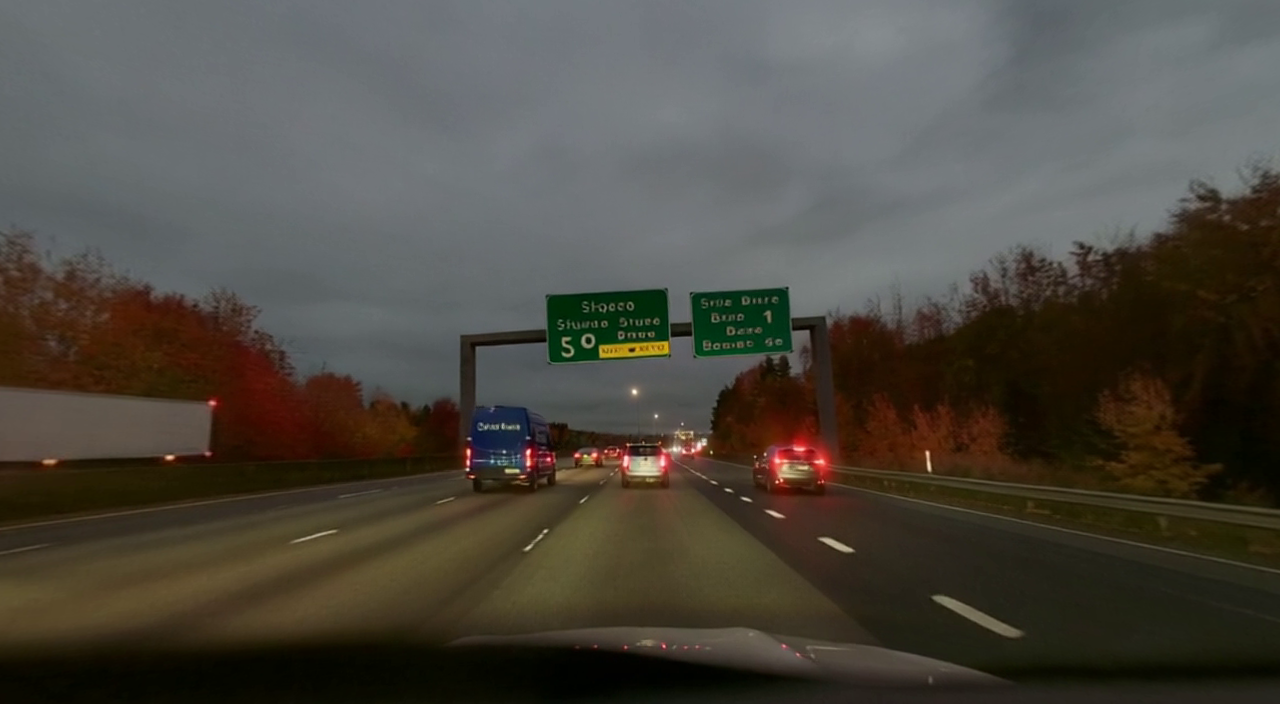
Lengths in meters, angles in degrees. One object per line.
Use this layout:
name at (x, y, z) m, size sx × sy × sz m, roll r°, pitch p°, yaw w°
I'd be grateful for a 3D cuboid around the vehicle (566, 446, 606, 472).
vehicle at (-3.319, 6.682, 39.230) m, size 2.015 × 1.496 × 4.312 m, roll 0°, pitch -9°, yaw 1°

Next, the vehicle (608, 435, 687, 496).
vehicle at (0.265, 3.484, 19.559) m, size 2.195 × 1.679 × 4.070 m, roll -1°, pitch -9°, yaw 1°

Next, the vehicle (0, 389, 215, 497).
vehicle at (-25.614, 4.092, 28.134) m, size 2.906 × 4.059 × 14.158 m, roll 0°, pitch -8°, yaw 1°

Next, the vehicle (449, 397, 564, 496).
vehicle at (-4.015, 3.031, 20.125) m, size 2.275 × 2.692 × 5.810 m, roll 0°, pitch -9°, yaw 1°
